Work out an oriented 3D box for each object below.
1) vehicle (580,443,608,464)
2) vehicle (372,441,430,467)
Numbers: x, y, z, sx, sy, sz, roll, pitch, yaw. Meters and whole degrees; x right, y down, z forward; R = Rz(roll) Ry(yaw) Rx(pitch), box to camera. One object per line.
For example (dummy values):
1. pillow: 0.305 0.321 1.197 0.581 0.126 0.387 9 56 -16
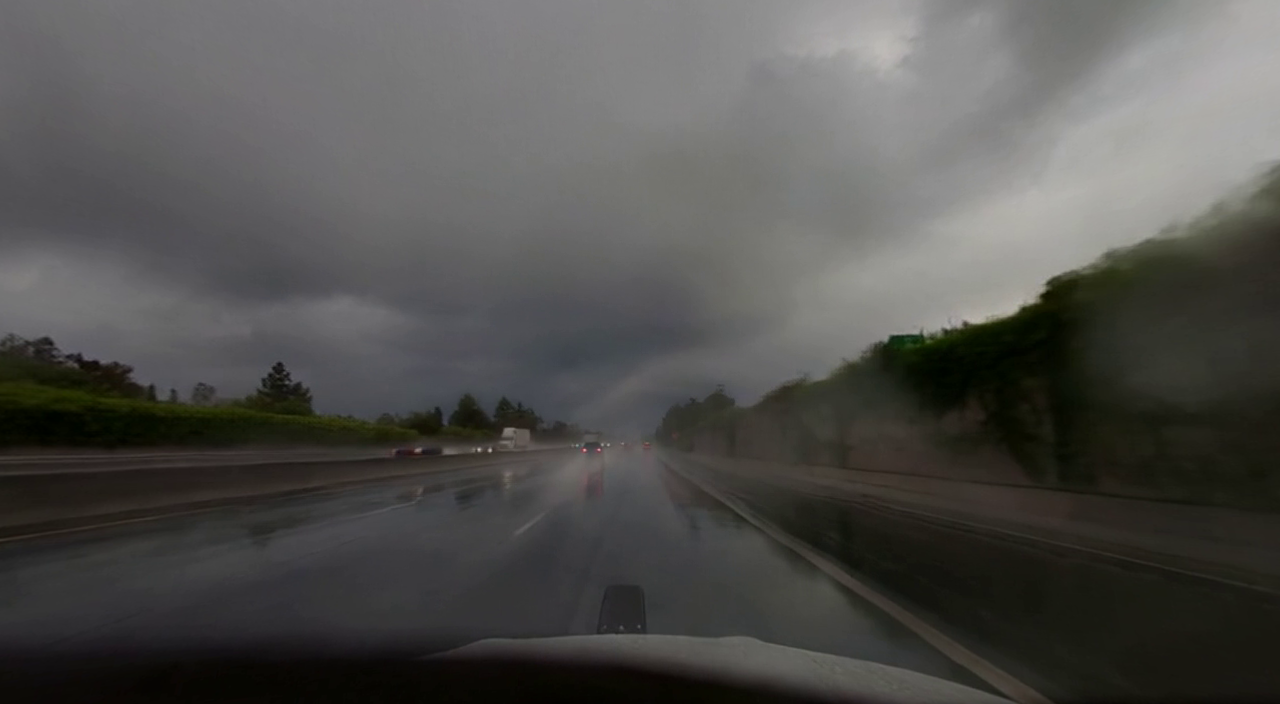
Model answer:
1. vehicle: -3.541 7.915 49.150 1.921 1.536 3.920 0 -9 0
2. vehicle: -15.454 6.633 41.129 2.003 1.528 4.634 0 -9 0
